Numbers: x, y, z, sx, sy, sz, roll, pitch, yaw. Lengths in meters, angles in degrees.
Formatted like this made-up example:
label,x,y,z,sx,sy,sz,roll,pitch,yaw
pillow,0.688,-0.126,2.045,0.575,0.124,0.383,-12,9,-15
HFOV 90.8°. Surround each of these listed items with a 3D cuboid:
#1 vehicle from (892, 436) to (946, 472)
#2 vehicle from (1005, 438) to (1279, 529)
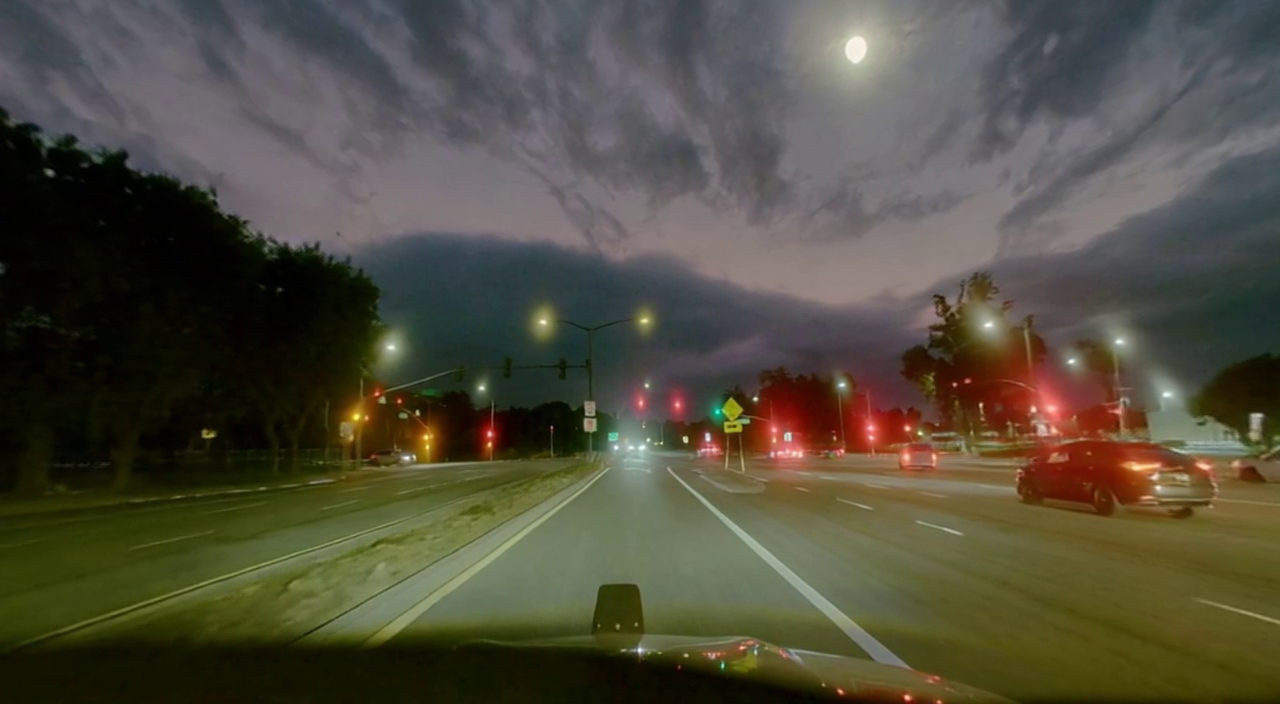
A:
label,x,y,z,sx,sy,sz,roll,pitch,yaw
vehicle,15.325,5.621,34.954,1.951,1.843,4.335,-2,-9,14
vehicle,9.747,2.524,12.849,1.933,1.500,4.458,0,-8,-1
